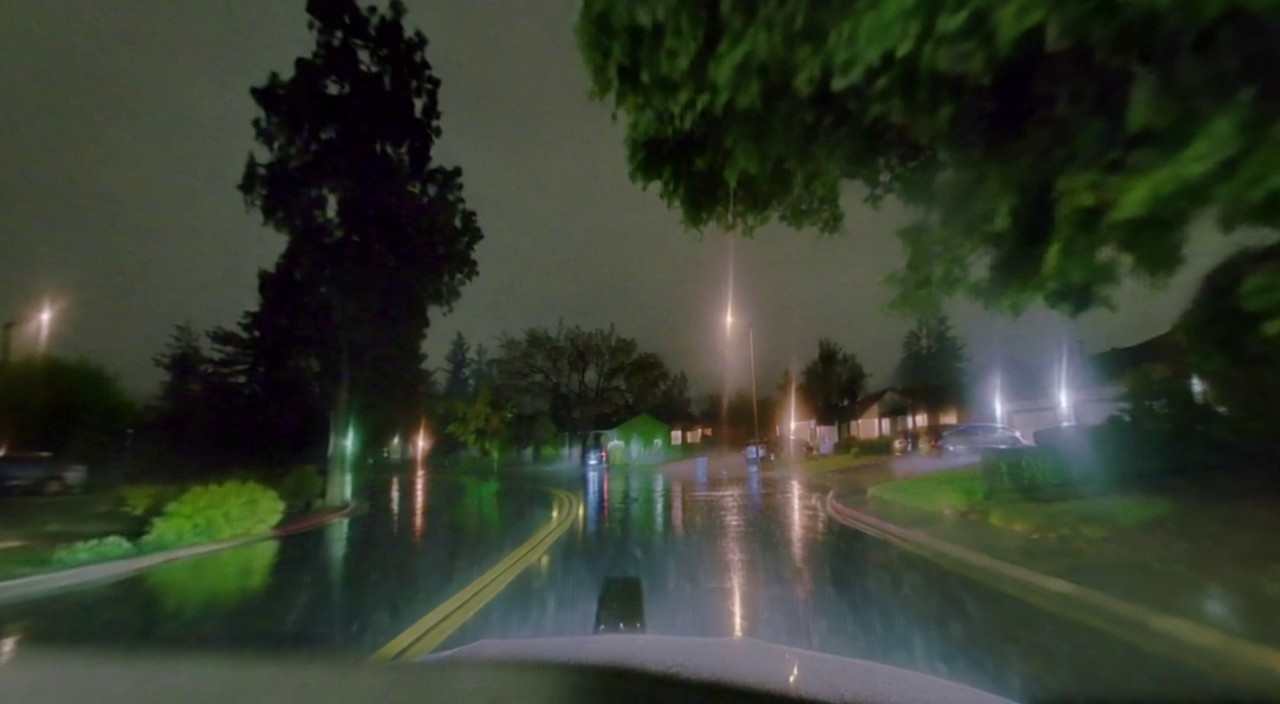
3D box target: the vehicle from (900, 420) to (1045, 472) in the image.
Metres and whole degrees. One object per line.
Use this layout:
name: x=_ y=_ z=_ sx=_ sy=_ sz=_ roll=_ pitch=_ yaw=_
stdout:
vehicle: x=12.654 y=3.621 z=24.286 sx=4.327 sy=1.573 sz=1.967 roll=-5 pitch=-9 yaw=2

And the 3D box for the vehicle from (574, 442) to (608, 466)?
vehicle: x=-3.527 y=7.383 z=46.008 sx=1.819 sy=1.442 sz=4.329 roll=-1 pitch=-5 yaw=4

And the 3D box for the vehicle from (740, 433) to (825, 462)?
vehicle: x=8.770 y=5.860 z=38.850 sx=4.799 sy=1.451 sz=2.144 roll=1 pitch=-8 yaw=-29
